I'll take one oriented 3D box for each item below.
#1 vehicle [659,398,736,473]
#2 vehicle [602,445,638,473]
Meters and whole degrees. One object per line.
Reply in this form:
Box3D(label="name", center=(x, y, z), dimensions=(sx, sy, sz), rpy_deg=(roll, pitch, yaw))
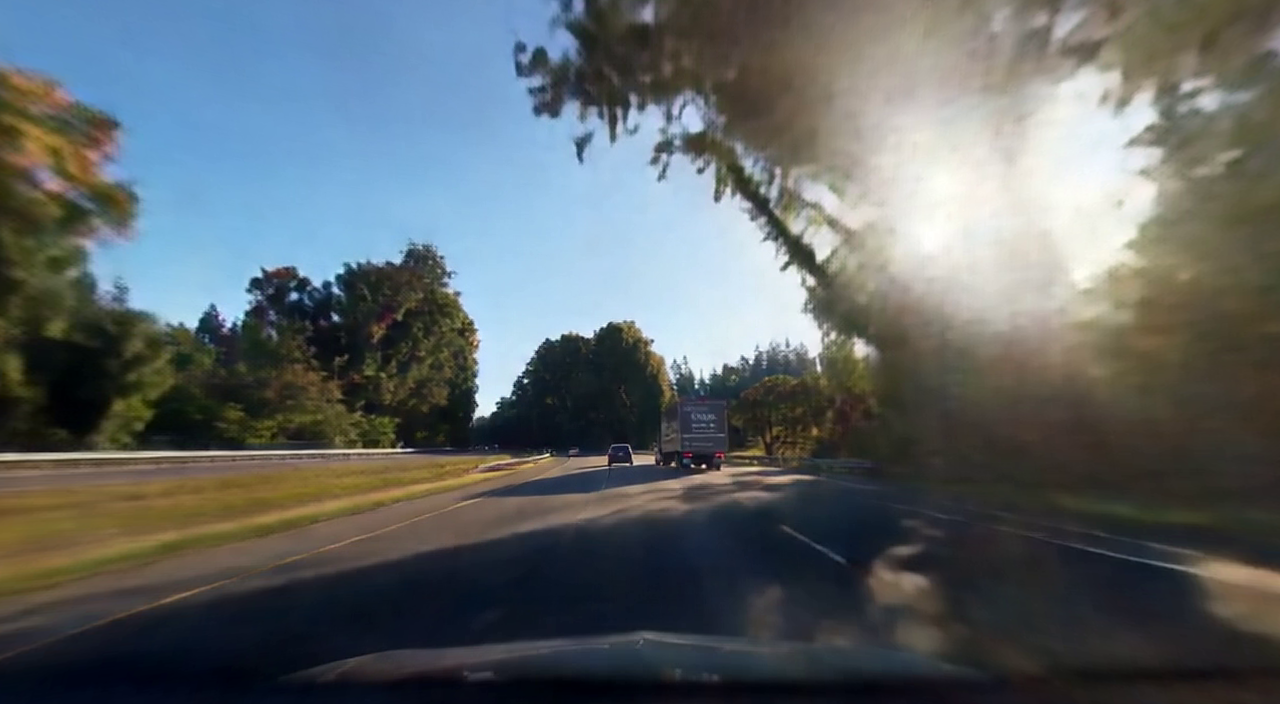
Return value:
Box3D(label="vehicle", center=(3.303, 5.582, 41.076), dimensions=(2.951, 4.012, 14.203), rpy_deg=(0, -9, -3))
Box3D(label="vehicle", center=(-1.121, 5.958, 35.307), dimensions=(1.913, 1.460, 3.610), rpy_deg=(0, -9, -2))
